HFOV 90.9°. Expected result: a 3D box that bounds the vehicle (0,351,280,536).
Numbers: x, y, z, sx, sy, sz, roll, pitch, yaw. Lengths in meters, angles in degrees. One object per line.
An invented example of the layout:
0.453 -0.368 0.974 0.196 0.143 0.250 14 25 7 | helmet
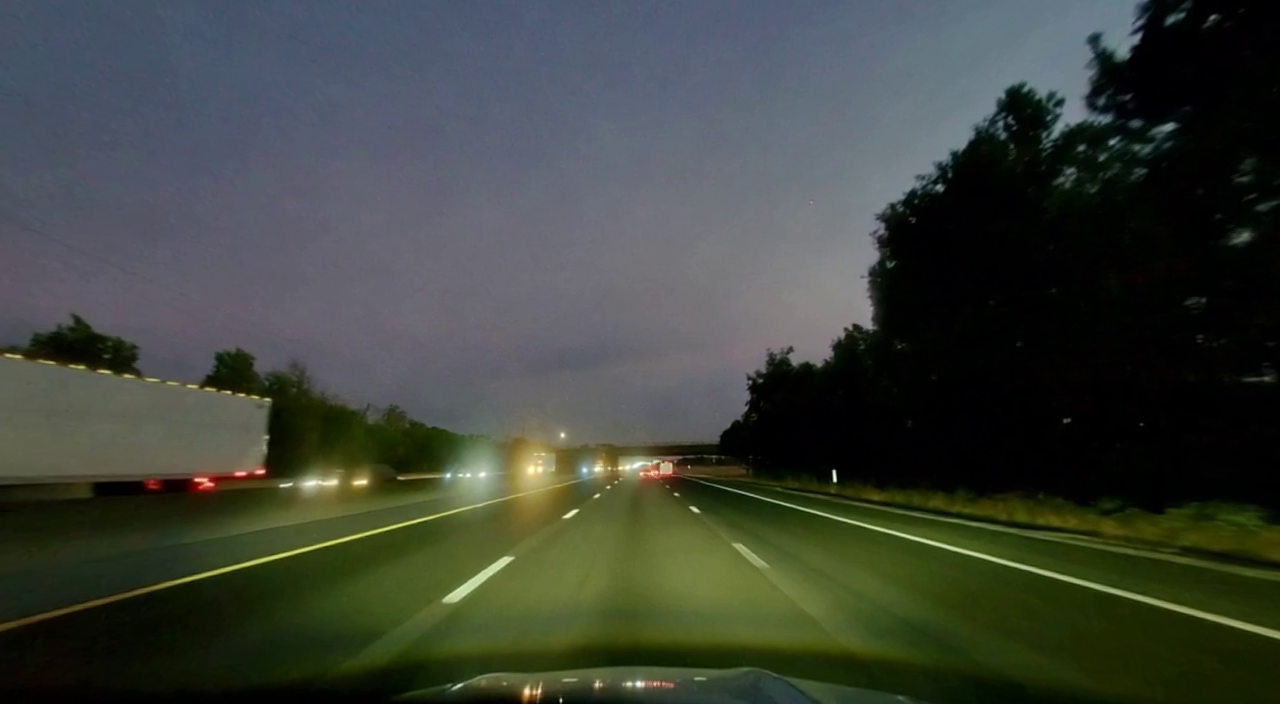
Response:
-15.879 2.714 17.805 2.910 4.087 14.268 1 -10 0 | vehicle

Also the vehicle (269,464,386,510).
-11.423 4.969 23.462 1.967 1.477 4.585 1 -10 0 | vehicle

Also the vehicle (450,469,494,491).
-11.882 9.098 44.873 1.872 1.435 4.267 1 -11 1 | vehicle
